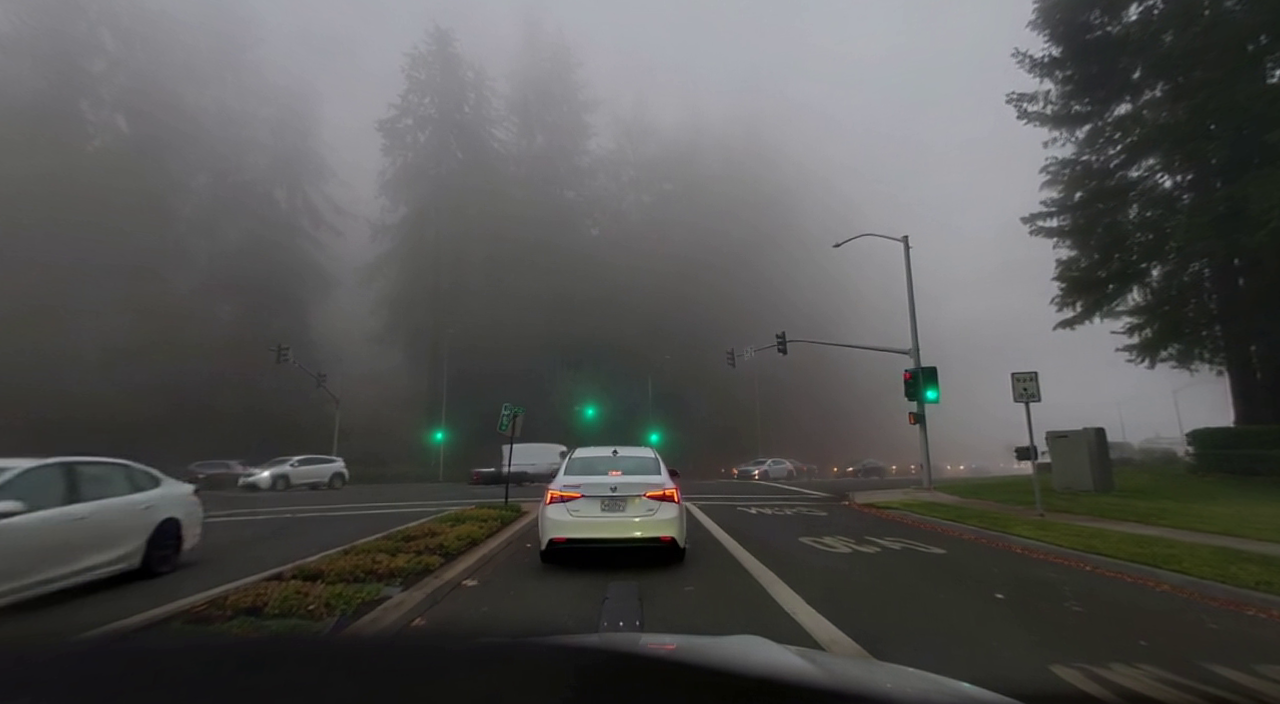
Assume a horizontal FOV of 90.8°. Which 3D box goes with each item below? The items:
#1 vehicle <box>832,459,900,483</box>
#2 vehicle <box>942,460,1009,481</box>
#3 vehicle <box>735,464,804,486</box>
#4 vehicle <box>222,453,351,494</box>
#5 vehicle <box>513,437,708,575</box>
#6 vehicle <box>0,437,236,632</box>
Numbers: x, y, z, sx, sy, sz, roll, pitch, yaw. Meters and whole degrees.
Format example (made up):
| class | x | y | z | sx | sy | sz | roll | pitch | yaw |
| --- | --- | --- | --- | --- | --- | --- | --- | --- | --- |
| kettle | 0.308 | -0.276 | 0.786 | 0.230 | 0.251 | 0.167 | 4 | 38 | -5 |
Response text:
| class | x | y | z | sx | sy | sz | roll | pitch | yaw |
| --- | --- | --- | --- | --- | --- | --- | --- | --- | --- |
| vehicle | 16.469 | 8.672 | 46.152 | 4.337 | 1.637 | 1.860 | 2 | -9 | -16 |
| vehicle | 25.937 | 9.149 | 48.853 | 4.358 | 1.471 | 1.875 | 2 | -9 | -16 |
| vehicle | 9.046 | 8.581 | 44.147 | 4.254 | 1.359 | 1.895 | 2 | -9 | -16 |
| vehicle | -18.533 | 6.359 | 33.263 | 5.500 | 2.012 | 2.201 | -1 | -9 | 5 |
| vehicle | -0.367 | 1.996 | 9.069 | 2.112 | 1.479 | 4.264 | 0 | -9 | -1 |
| vehicle | -6.198 | 1.582 | 5.868 | 2.078 | 1.534 | 4.646 | 1 | -9 | -4 |
